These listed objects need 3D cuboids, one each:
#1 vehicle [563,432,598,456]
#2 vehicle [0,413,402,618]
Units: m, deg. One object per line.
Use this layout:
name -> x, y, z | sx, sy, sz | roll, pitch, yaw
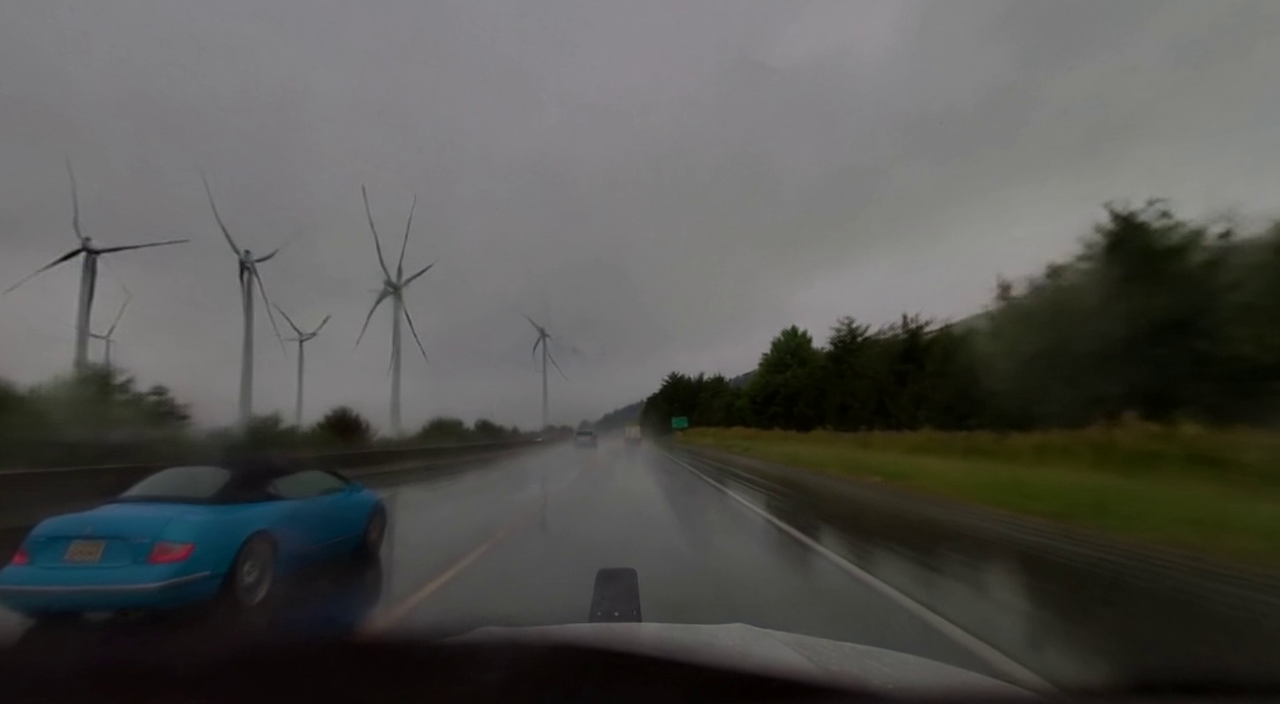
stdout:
vehicle -> -3.779, 5.934, 40.842 | 2.024, 1.456, 3.754 | 0, -8, -2
vehicle -> -4.253, 1.420, 6.522 | 1.969, 1.413, 4.194 | 0, -8, -1
